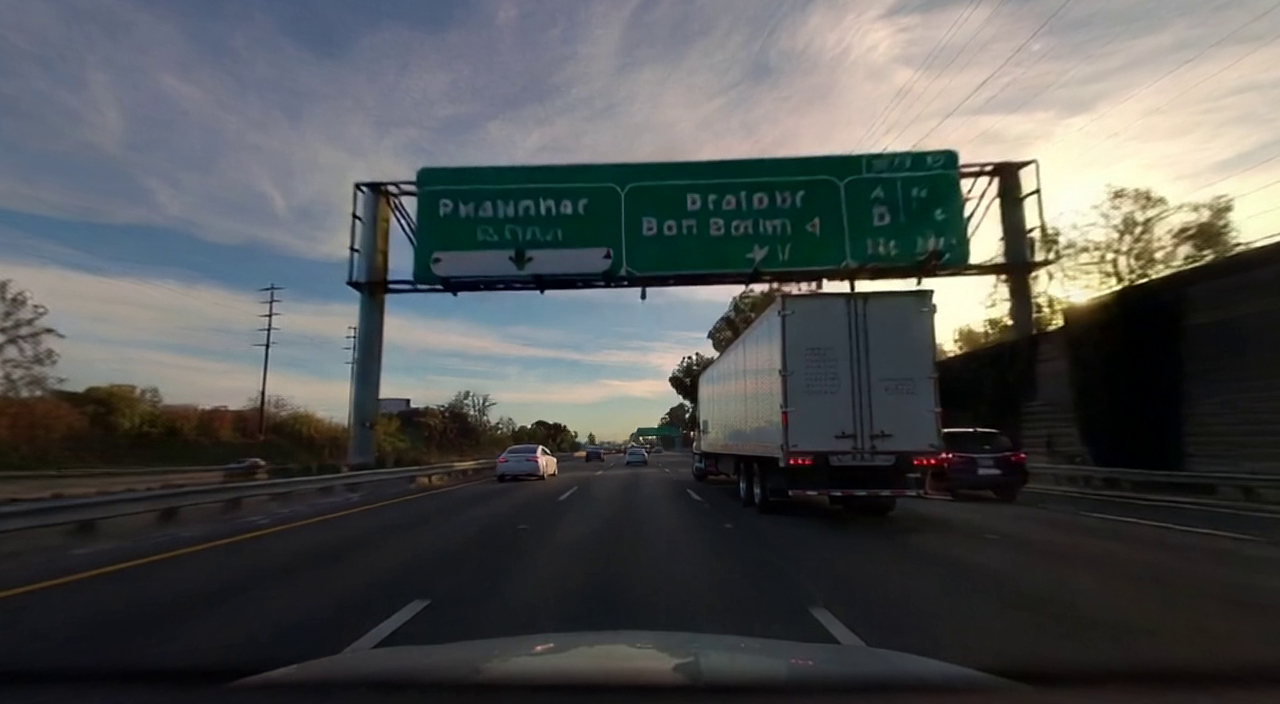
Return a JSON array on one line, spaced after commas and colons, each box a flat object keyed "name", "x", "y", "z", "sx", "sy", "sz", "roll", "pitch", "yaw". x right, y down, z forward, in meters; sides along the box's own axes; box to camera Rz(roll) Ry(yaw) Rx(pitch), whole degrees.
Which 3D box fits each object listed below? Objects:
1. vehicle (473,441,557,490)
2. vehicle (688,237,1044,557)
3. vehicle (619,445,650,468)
[{"name": "vehicle", "x": -4.157, "y": 3.825, "z": 21.581, "sx": 1.968, "sy": 1.507, "sz": 3.829, "roll": 0, "pitch": -8, "yaw": 2}, {"name": "vehicle", "x": 3.442, "y": 1.675, "z": 16.112, "sx": 2.907, "sy": 4.109, "sz": 16.177, "roll": 0, "pitch": -8, "yaw": -1}, {"name": "vehicle", "x": -0.322, "y": 7.215, "z": 43.634, "sx": 2.047, "sy": 1.485, "sz": 3.938, "roll": 0, "pitch": -8, "yaw": 1}]
